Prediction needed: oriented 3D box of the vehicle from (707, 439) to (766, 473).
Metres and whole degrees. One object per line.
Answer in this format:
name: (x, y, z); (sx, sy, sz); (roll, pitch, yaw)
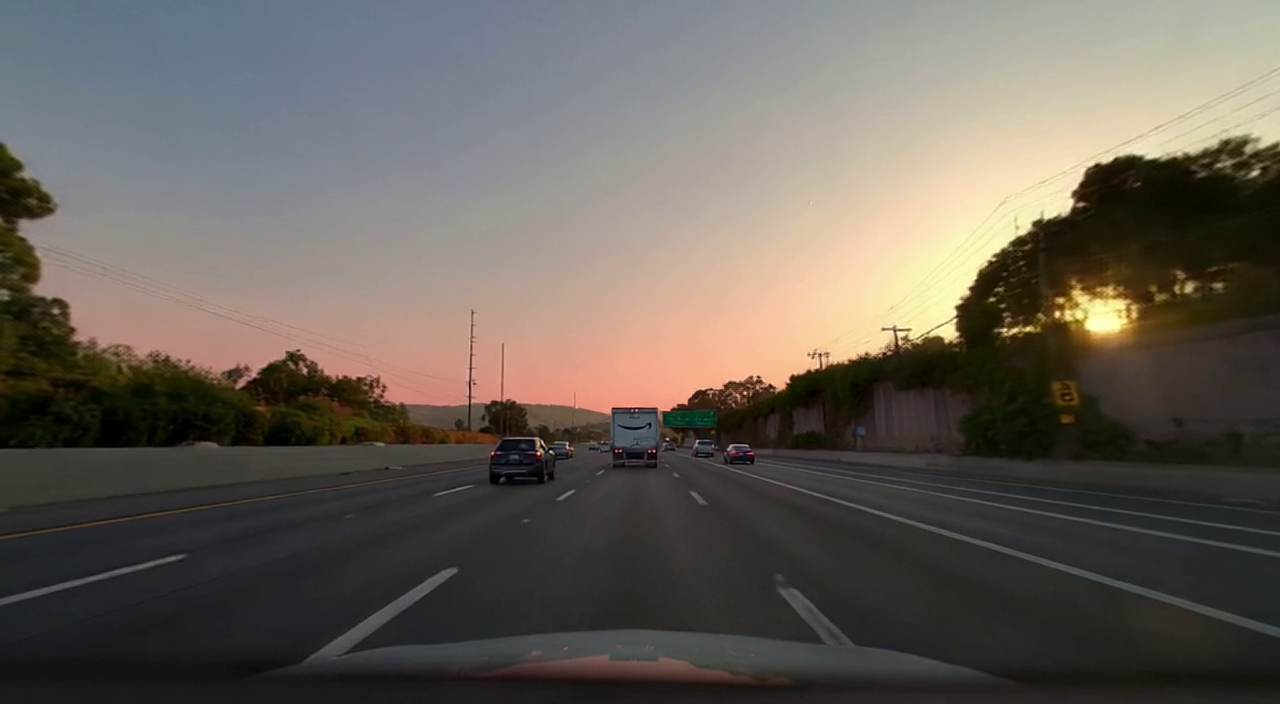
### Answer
vehicle: (4.624, 5.075, 30.944); (1.970, 1.499, 4.491); (1, -8, -3)

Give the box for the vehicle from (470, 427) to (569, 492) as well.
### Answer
vehicle: (-3.436, 3.158, 18.844); (2.095, 1.688, 4.188); (0, -8, 1)

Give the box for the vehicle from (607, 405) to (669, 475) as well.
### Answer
vehicle: (-0.098, 3.923, 28.005); (2.456, 2.705, 6.251); (1, -8, -1)

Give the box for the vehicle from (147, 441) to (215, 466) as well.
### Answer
vehicle: (-29.336, 6.496, 40.384); (1.597, 1.456, 3.631); (1, -8, 0)
